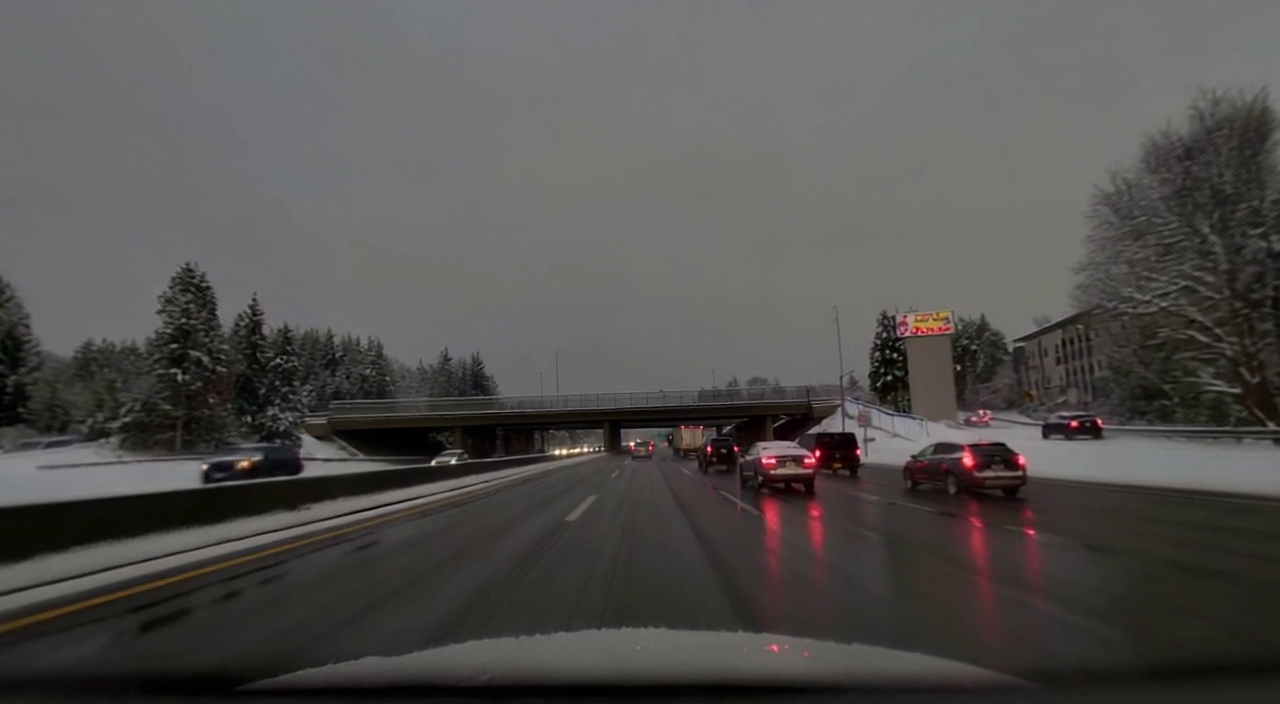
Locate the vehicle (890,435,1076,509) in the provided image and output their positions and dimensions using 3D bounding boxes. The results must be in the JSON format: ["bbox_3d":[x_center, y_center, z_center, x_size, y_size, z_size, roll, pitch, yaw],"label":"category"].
[{"bbox_3d":[7.823,2.745,14.978,1.919,1.476,4.303,0,-8,-1],"label":"vehicle"}]

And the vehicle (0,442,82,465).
[{"bbox_3d":[-41.623,7.057,43.875,1.753,1.508,4.416,0,-8,-4],"label":"vehicle"}]

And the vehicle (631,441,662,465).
[{"bbox_3d":[0.430,7.210,45.174,2.124,1.639,4.122,0,-8,-1],"label":"vehicle"}]

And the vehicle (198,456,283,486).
[{"bbox_3d":[-22.873,6.800,36.337,1.832,1.483,4.565,0,-8,1],"label":"vehicle"}]

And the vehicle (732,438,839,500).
[{"bbox_3d":[3.880,3.195,17.692,1.902,1.481,4.451,0,-8,-1],"label":"vehicle"}]

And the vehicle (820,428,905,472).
[{"bbox_3d":[11.184,4.998,32.238,2.193,2.025,5.606,0,-8,-1],"label":"vehicle"}]

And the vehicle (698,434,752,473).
[{"bbox_3d":[4.307,5.248,32.752,2.086,1.858,4.737,0,-8,-1],"label":"vehicle"}]

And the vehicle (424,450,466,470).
[{"bbox_3d":[-15.233,8.451,49.462,1.897,1.468,4.391,0,-8,1],"label":"vehicle"}]

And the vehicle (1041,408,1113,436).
[{"bbox_3d":[32.437,5.267,47.036,2.131,1.840,4.870,-1,-8,5],"label":"vehicle"}]
